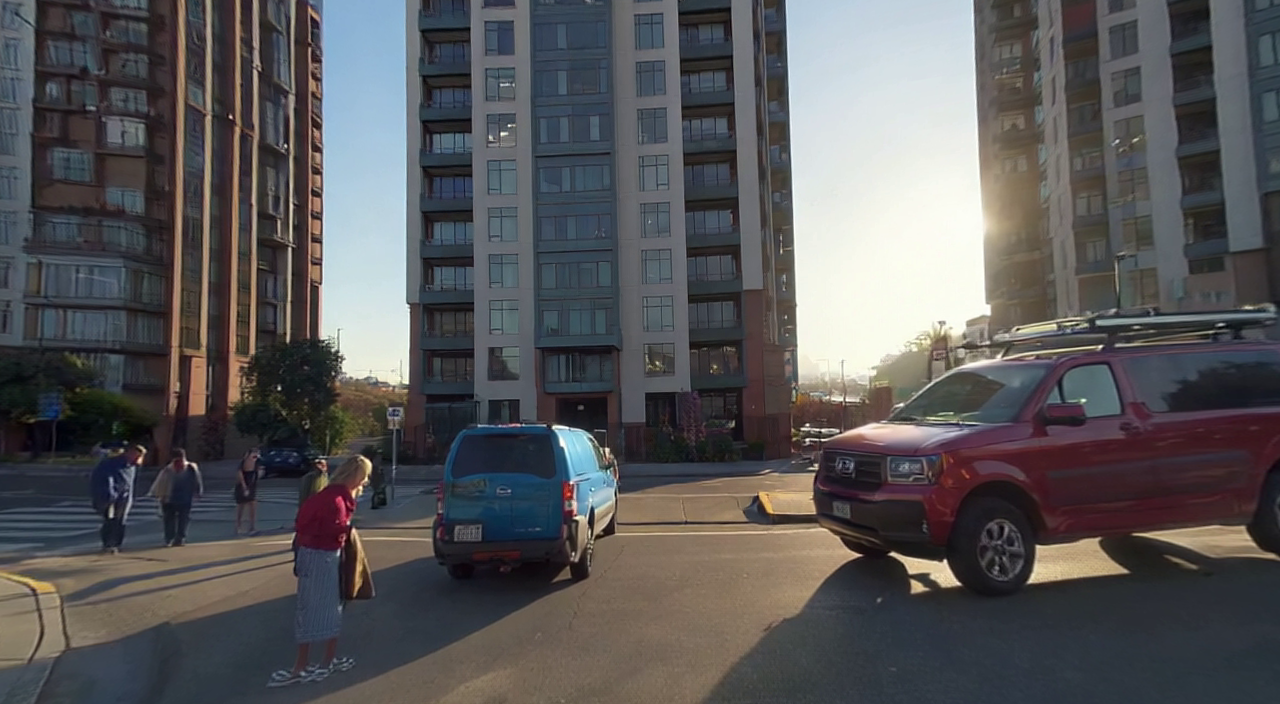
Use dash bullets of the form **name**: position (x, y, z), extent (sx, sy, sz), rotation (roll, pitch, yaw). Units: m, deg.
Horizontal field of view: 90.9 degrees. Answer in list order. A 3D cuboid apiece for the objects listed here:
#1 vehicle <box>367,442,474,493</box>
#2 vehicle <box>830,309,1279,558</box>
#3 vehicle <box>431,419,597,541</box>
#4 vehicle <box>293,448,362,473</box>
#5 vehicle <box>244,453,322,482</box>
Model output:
- **vehicle**: position (-8.172, 4.331, 24.024), extent (2.395, 1.719, 4.549), rotation (0, -8, 1)
- **vehicle**: position (6.373, 1.060, 8.250), extent (6.932, 2.753, 2.446), rotation (0, -8, 1)
- **vehicle**: position (-1.956, 2.157, 11.215), extent (2.144, 1.733, 4.115), rotation (0, -8, -1)
- **vehicle**: position (-19.901, 6.933, 40.303), extent (3.692, 1.509, 1.803), rotation (3, -9, -20)
- **vehicle**: position (-19.458, 6.291, 34.505), extent (3.467, 1.456, 1.649), rotation (4, -9, -24)
